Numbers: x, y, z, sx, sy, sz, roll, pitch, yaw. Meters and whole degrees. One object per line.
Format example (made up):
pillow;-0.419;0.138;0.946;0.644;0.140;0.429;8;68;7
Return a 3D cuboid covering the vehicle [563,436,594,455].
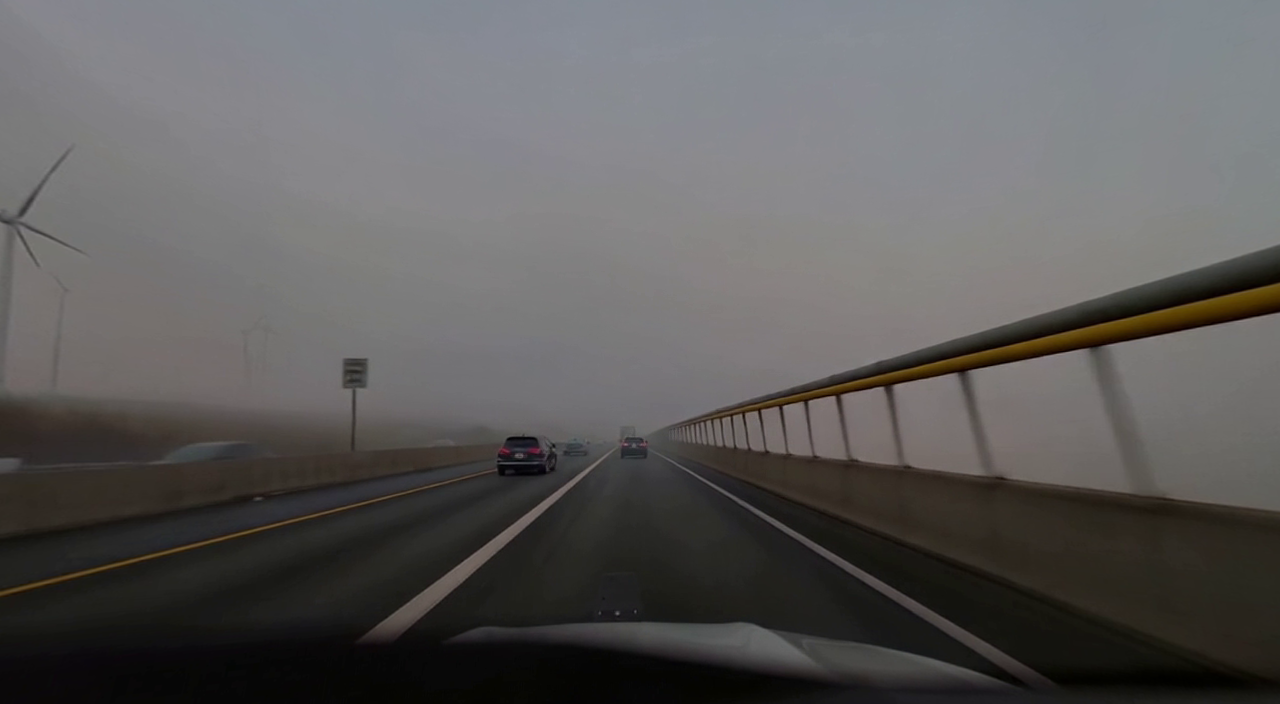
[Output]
vehicle;-4.668;7.168;48.465;2.059;1.436;3.802;0;-8;-1

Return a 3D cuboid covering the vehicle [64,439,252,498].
vehicle;-13.806;3.317;18.511;1.876;1.452;4.670;0;-8;-1

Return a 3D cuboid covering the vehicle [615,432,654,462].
vehicle;-0.345;5.148;34.428;2.027;1.550;3.607;0;-8;-2

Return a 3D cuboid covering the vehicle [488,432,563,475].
vehicle;-4.171;3.758;23.730;1.998;1.468;4.635;0;-8;0

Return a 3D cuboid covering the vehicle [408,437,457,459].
vehicle;-15.122;6.983;46.219;2.106;1.519;4.778;0;-8;-2
